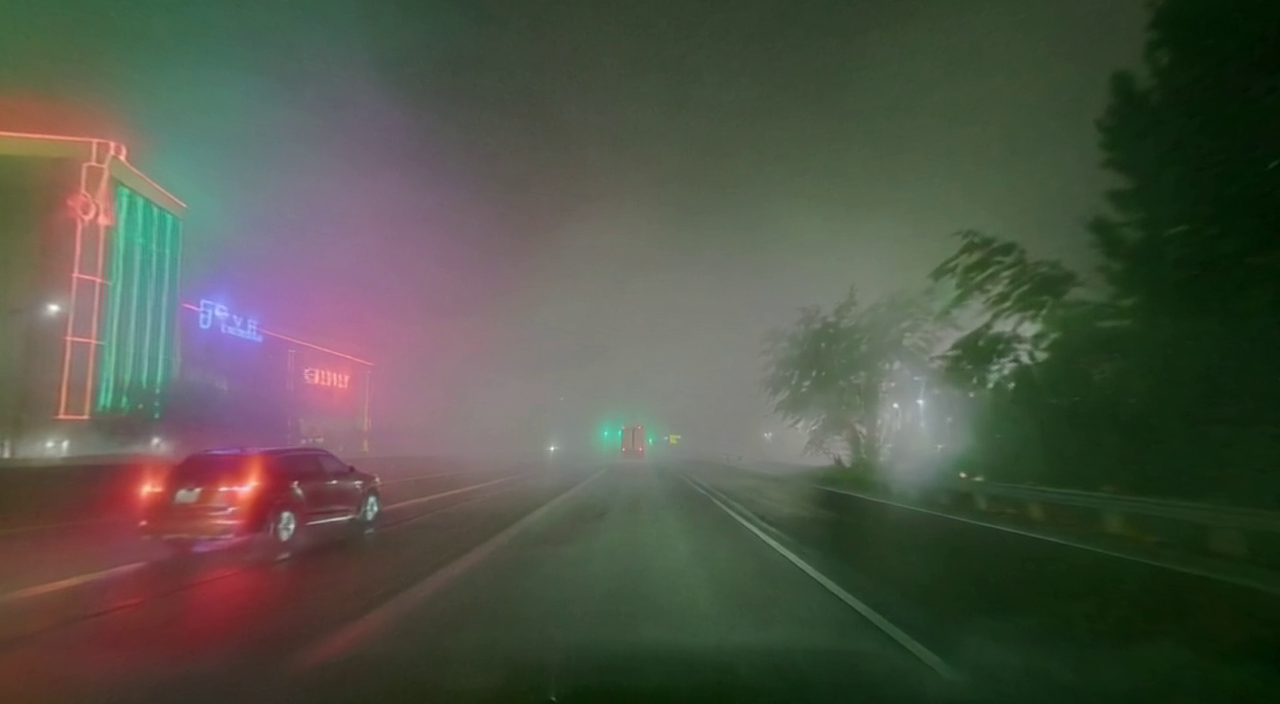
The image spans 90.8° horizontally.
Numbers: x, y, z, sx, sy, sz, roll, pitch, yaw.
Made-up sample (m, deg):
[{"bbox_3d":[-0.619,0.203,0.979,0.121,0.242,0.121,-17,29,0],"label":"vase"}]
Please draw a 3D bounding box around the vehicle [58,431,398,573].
[{"bbox_3d":[-5.262,1.943,8.962,1.943,1.510,4.201,0,-9,1],"label":"vehicle"}]
